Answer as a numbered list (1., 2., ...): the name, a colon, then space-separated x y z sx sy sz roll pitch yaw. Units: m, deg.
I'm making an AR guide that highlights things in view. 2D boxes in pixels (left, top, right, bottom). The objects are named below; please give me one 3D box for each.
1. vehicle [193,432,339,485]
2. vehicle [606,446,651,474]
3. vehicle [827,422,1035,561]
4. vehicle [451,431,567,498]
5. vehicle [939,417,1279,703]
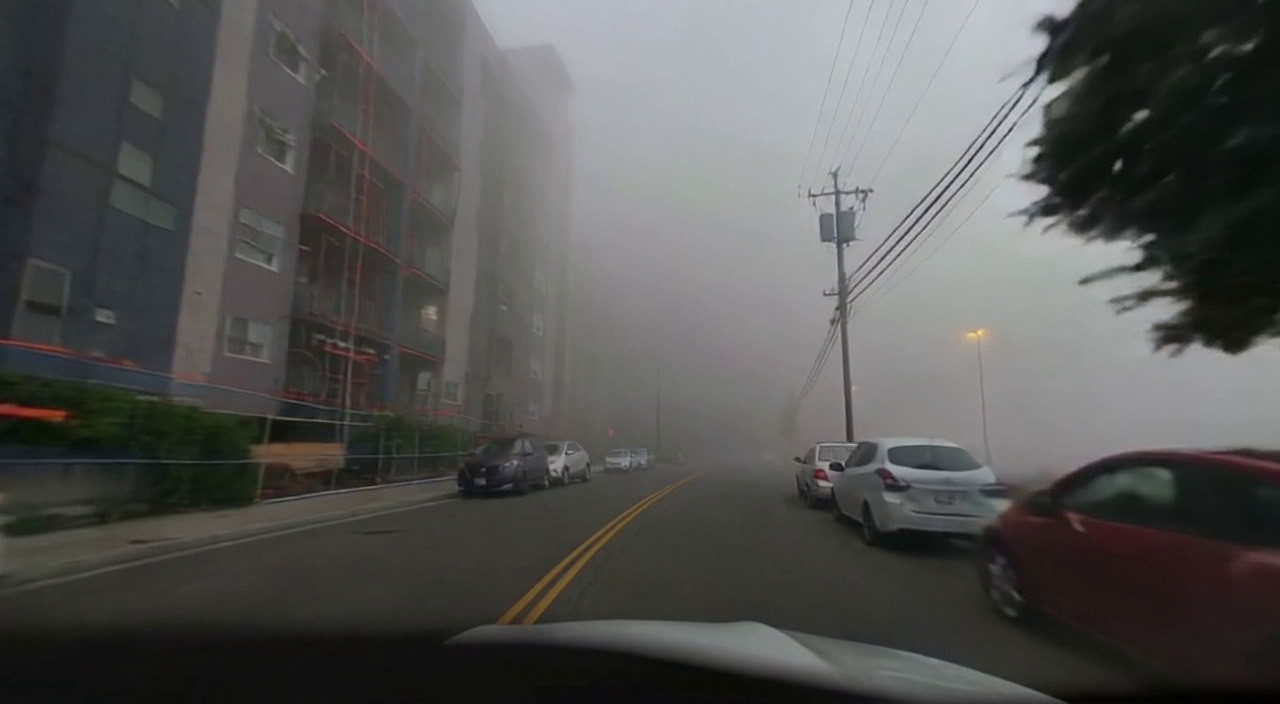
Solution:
1. vehicle: -12.926 3.703 22.147 1.948 1.660 4.316 -2 -9 11
2. vehicle: -0.678 6.804 40.010 1.998 1.633 4.673 -2 -9 10
3. vehicle: 4.685 2.269 11.077 1.918 1.848 4.946 -1 -9 8
4. vehicle: -4.029 3.581 20.339 1.953 1.871 4.712 -2 -9 11
5. vehicle: 3.930 1.217 3.554 2.170 1.602 5.190 -1 -9 3
